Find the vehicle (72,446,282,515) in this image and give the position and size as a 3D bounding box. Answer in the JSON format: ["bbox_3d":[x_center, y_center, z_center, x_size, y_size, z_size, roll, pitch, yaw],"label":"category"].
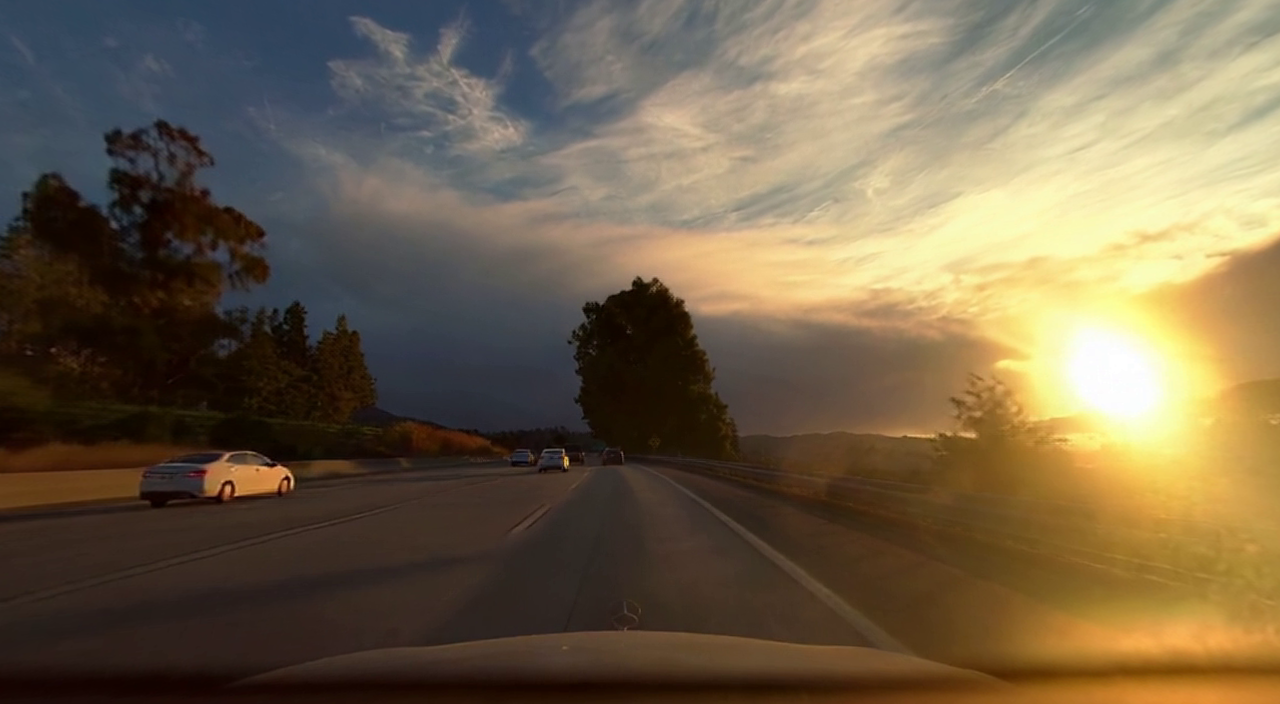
[{"bbox_3d":[-11.498,3.178,16.179,1.960,1.487,4.593,0,-9,-1],"label":"vehicle"}]

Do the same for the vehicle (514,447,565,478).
[{"bbox_3d":[-5.074,5.612,32.264,2.120,1.458,4.031,0,-9,-3],"label":"vehicle"}]
